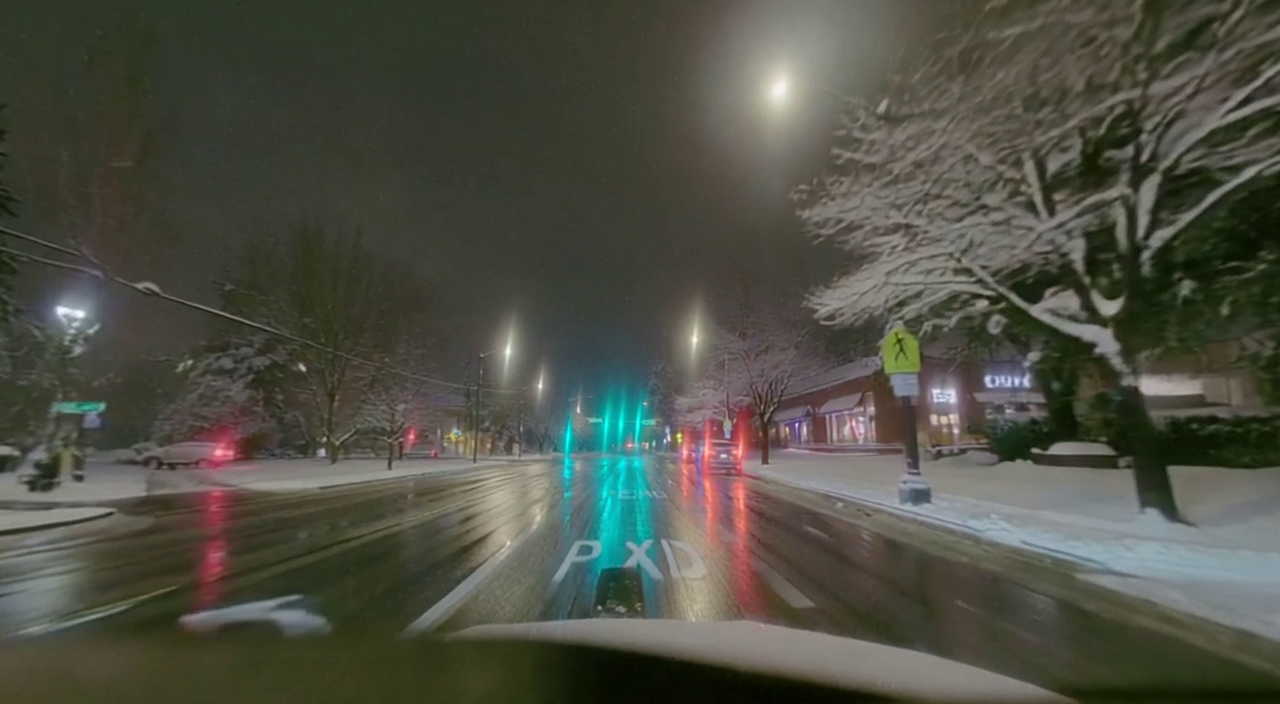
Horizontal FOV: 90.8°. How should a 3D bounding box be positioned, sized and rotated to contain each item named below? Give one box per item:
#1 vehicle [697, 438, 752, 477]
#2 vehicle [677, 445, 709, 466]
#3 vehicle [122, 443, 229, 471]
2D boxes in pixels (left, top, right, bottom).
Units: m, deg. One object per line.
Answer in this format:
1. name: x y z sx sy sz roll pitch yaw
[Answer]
1. vehicle: 4.004 5.091 30.701 1.957 1.753 4.413 0 -8 -2
2. vehicle: 4.025 7.862 48.265 1.856 1.462 4.501 1 -8 -3
3. vehicle: -26.081 5.914 35.663 4.402 1.449 1.880 3 -7 -18
